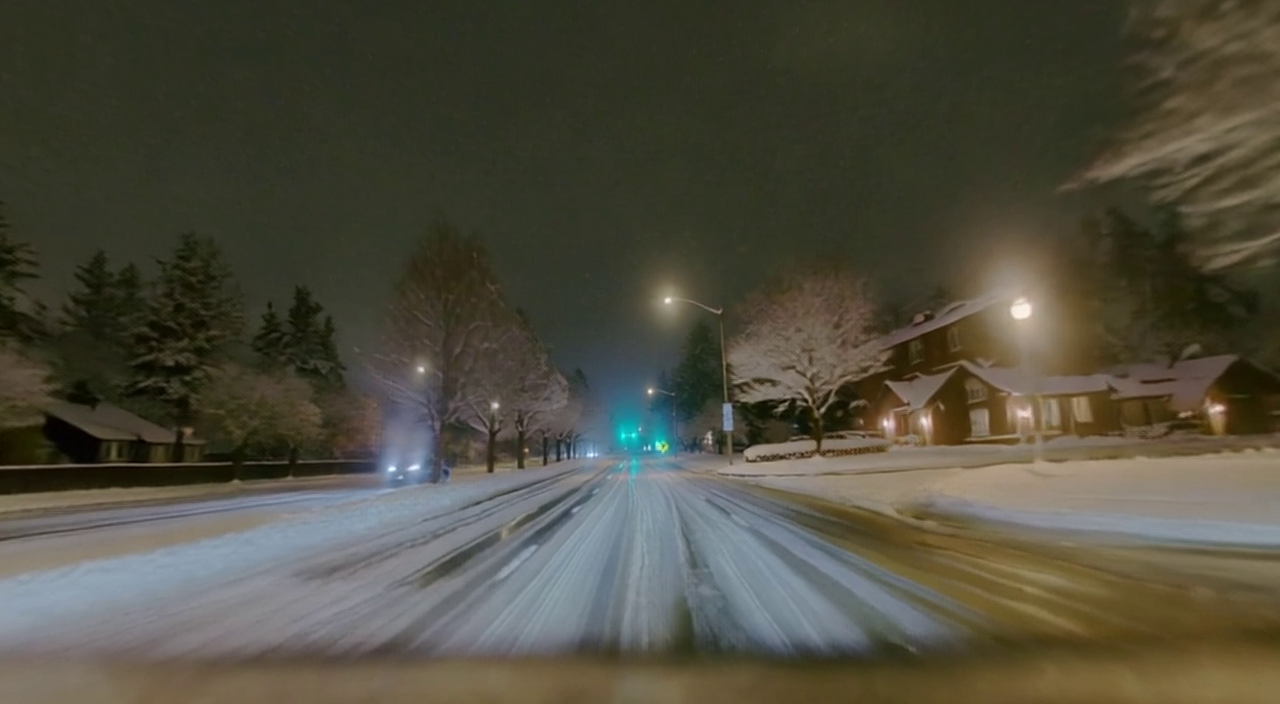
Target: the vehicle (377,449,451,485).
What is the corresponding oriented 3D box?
[{"bbox_3d":[-11.567,5.870,32.706,2.070,1.669,4.576,0,-8,0],"label":"vehicle"}]
